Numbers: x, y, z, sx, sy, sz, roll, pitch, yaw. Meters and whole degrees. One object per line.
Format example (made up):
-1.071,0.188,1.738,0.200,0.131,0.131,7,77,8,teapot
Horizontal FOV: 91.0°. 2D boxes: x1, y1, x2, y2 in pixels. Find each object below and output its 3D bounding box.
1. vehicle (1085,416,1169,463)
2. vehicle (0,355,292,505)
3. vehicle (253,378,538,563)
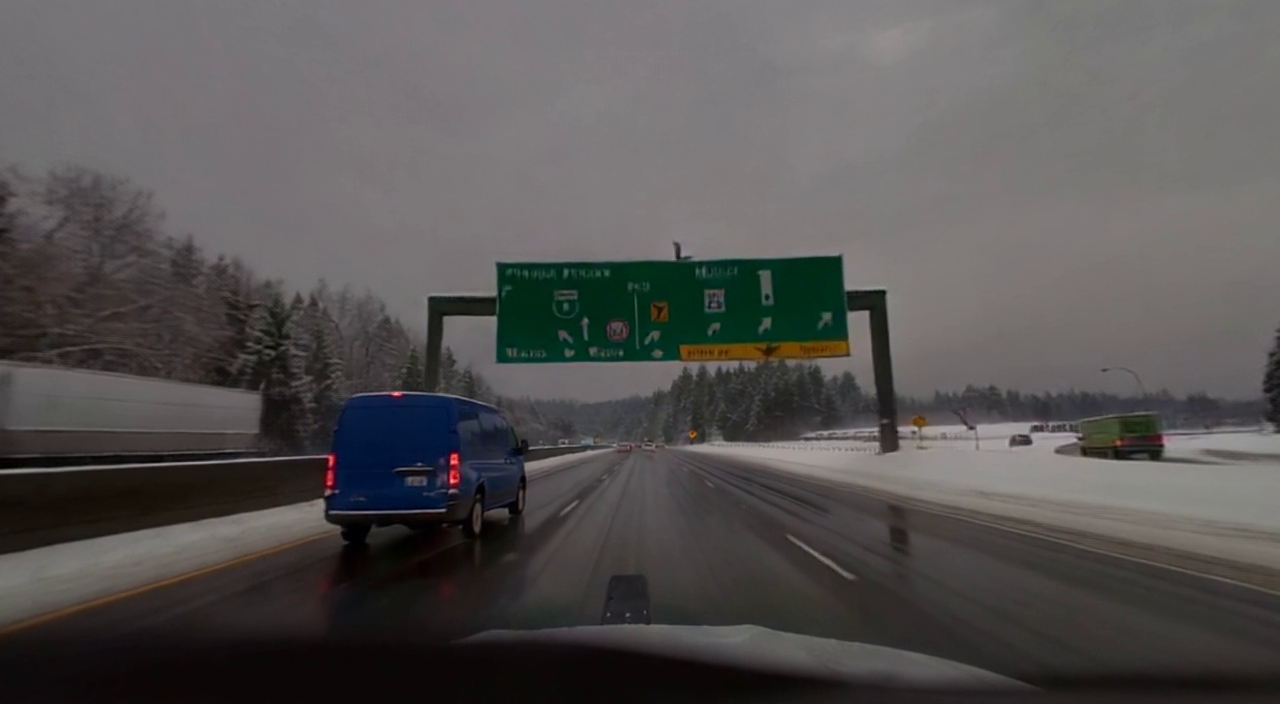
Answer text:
31.486,5.674,40.933,2.207,2.820,5.493,-2,-8,15,vehicle
-19.314,3.120,24.104,3.495,4.081,14.680,0,-8,0,vehicle
-3.080,1.625,9.308,2.281,2.025,4.586,0,-8,1,vehicle
